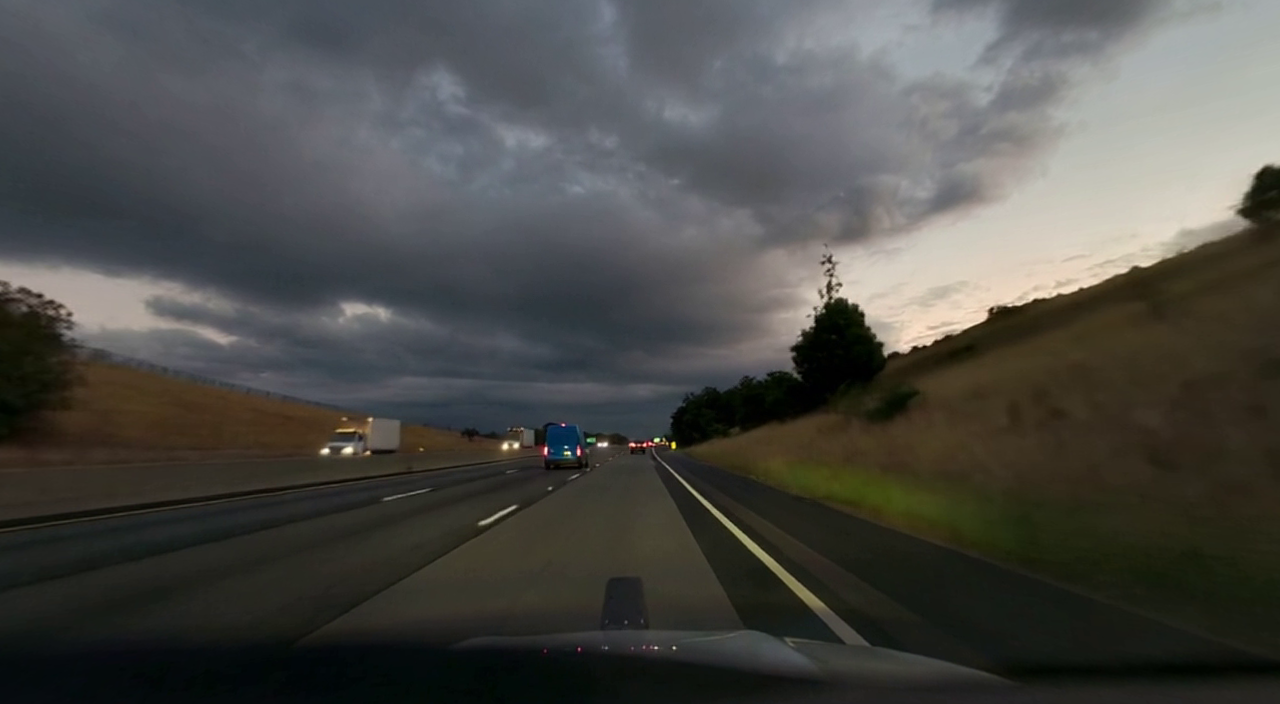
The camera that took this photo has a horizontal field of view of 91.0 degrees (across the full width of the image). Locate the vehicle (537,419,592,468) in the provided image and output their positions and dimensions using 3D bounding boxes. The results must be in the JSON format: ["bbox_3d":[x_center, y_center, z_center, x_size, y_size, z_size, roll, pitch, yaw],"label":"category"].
[{"bbox_3d":[-4.011,5.002,34.434,2.329,2.483,5.428,0,-8,0],"label":"vehicle"}]
